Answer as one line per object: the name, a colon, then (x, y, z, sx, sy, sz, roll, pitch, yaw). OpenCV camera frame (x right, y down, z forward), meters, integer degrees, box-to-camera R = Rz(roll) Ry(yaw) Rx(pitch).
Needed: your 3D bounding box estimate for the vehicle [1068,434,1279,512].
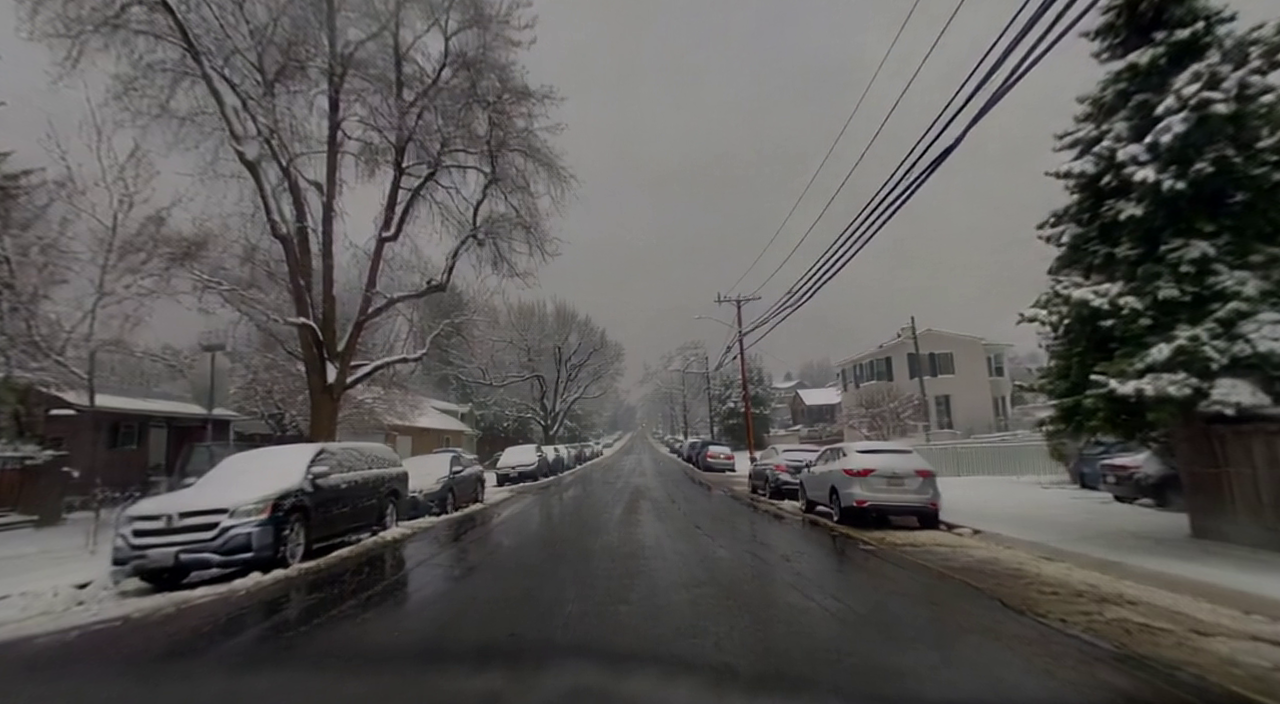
vehicle: (12.648, 2.716, 14.455, 4.285, 1.641, 1.832, 0, -8, 0)

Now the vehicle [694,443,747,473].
vehicle: (4.255, 5.700, 34.221, 2.174, 1.504, 4.809, 0, -8, 0)

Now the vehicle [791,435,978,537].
vehicle: (4.377, 2.426, 12.150, 1.864, 1.592, 4.221, 0, -8, 0)

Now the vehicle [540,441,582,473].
vehicle: (-5.320, 7.184, 43.561, 2.184, 1.958, 5.757, -1, -8, 0)

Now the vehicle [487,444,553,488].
vehicle: (-5.118, 4.917, 27.628, 2.032, 1.716, 4.382, 0, -8, 0)

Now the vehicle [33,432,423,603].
vehicle: (-5.188, 2.100, 9.168, 2.360, 1.772, 4.907, 0, -8, -1)
